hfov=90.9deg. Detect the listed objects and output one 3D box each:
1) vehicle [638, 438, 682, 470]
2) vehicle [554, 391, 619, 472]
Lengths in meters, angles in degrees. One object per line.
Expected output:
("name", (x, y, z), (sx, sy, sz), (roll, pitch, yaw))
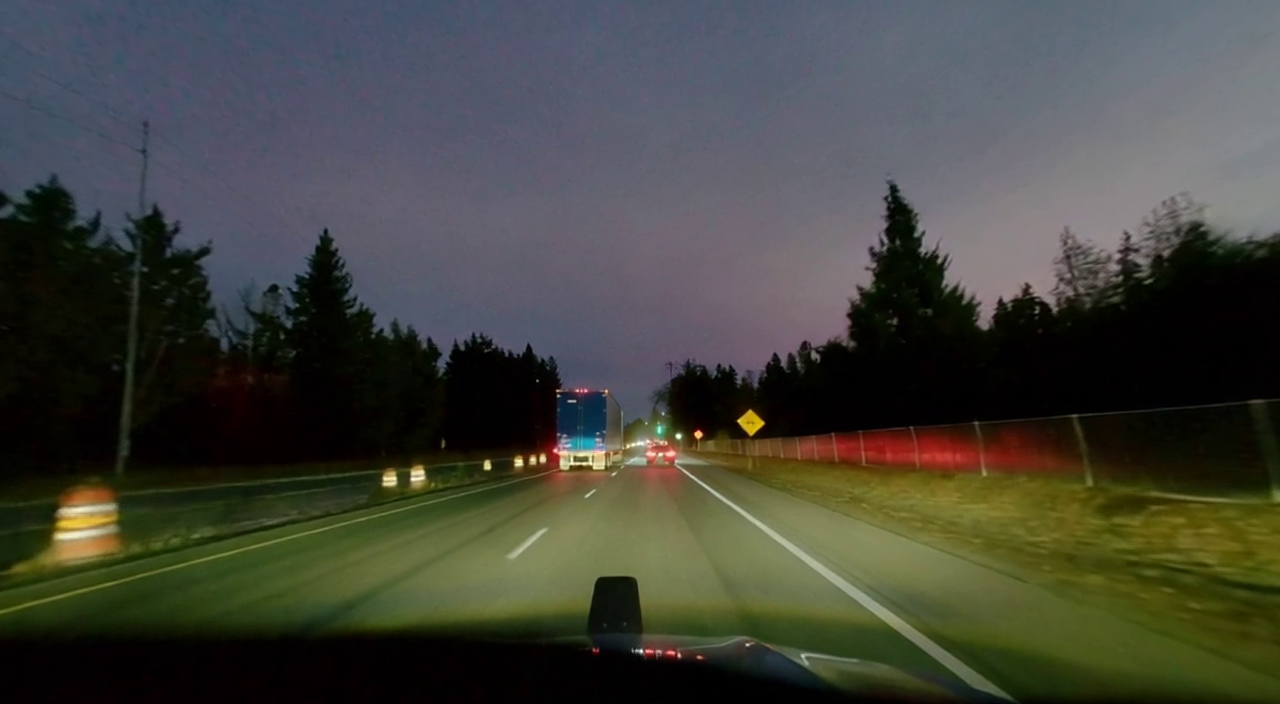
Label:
("vehicle", (1.079, 5.782, 35.817), (2.304, 1.675, 4.462), (0, -8, 0))
("vehicle", (-3.007, 5.196, 40.199), (2.906, 4.115, 15.715), (-1, -8, 0))
